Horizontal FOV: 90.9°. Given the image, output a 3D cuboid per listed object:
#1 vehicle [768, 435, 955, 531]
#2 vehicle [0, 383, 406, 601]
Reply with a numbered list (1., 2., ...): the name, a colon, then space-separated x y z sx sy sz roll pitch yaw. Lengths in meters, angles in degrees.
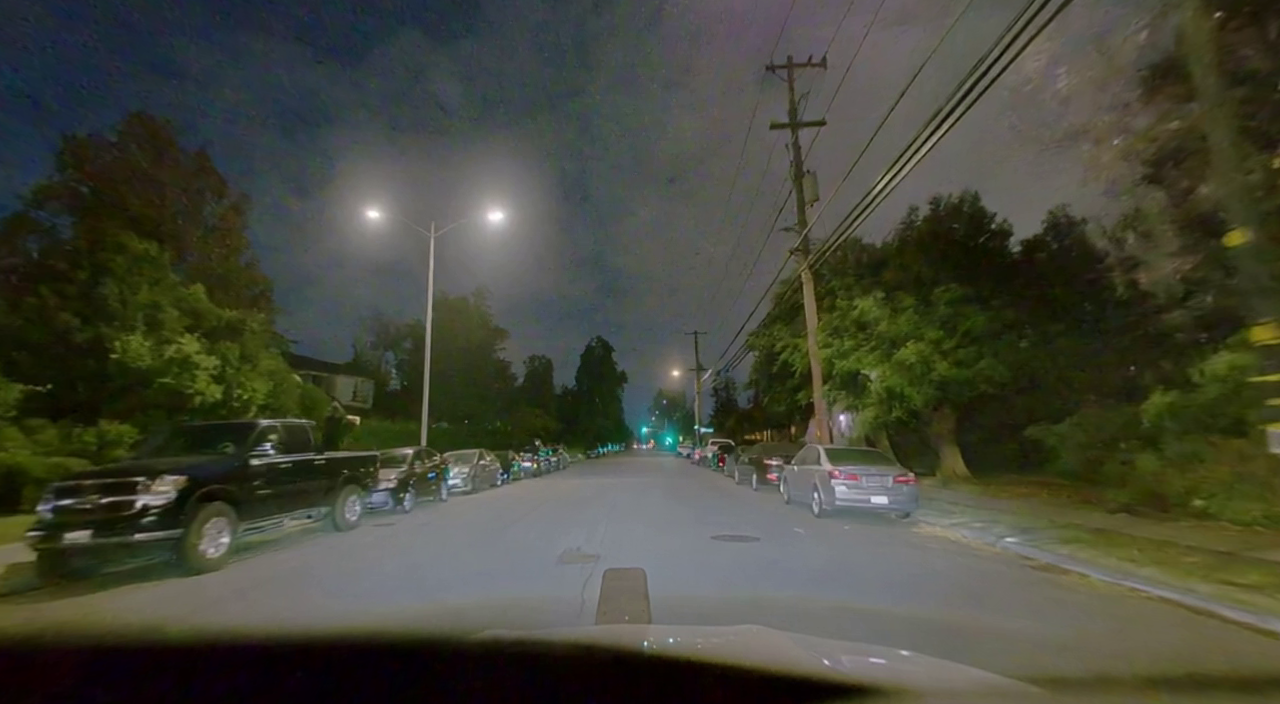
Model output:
1. vehicle: 4.084 2.472 12.615 1.871 1.522 4.746 0 -8 -2
2. vehicle: -5.723 1.756 8.923 2.384 1.992 5.965 -2 -9 2
